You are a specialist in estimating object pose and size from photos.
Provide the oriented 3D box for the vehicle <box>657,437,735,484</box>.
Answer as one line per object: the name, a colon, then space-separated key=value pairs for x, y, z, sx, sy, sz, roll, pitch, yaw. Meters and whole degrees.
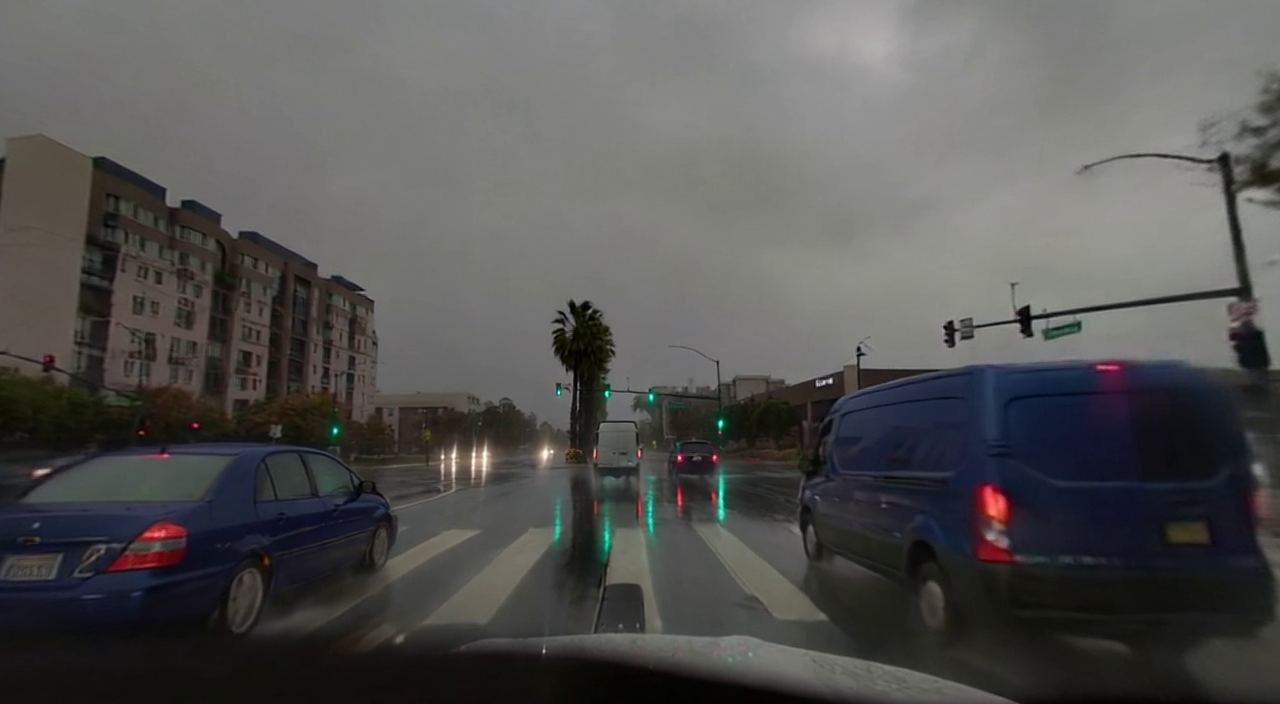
vehicle: x=2.171 y=4.425 z=26.122 sx=2.462 sy=1.736 sz=4.899 roll=0 pitch=-9 yaw=-4

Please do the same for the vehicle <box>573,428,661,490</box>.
vehicle: x=-0.849 y=3.916 z=23.416 sx=2.848 sy=1.991 sz=5.706 roll=0 pitch=-9 yaw=-2

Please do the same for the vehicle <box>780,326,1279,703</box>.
vehicle: x=2.808 y=1.144 z=5.055 sx=2.200 sy=1.847 sz=4.618 roll=0 pitch=-9 yaw=-1

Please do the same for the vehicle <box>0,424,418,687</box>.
vehicle: x=-3.806 y=1.474 z=5.849 sx=1.997 sy=1.430 sz=4.655 roll=0 pitch=-9 yaw=-3
